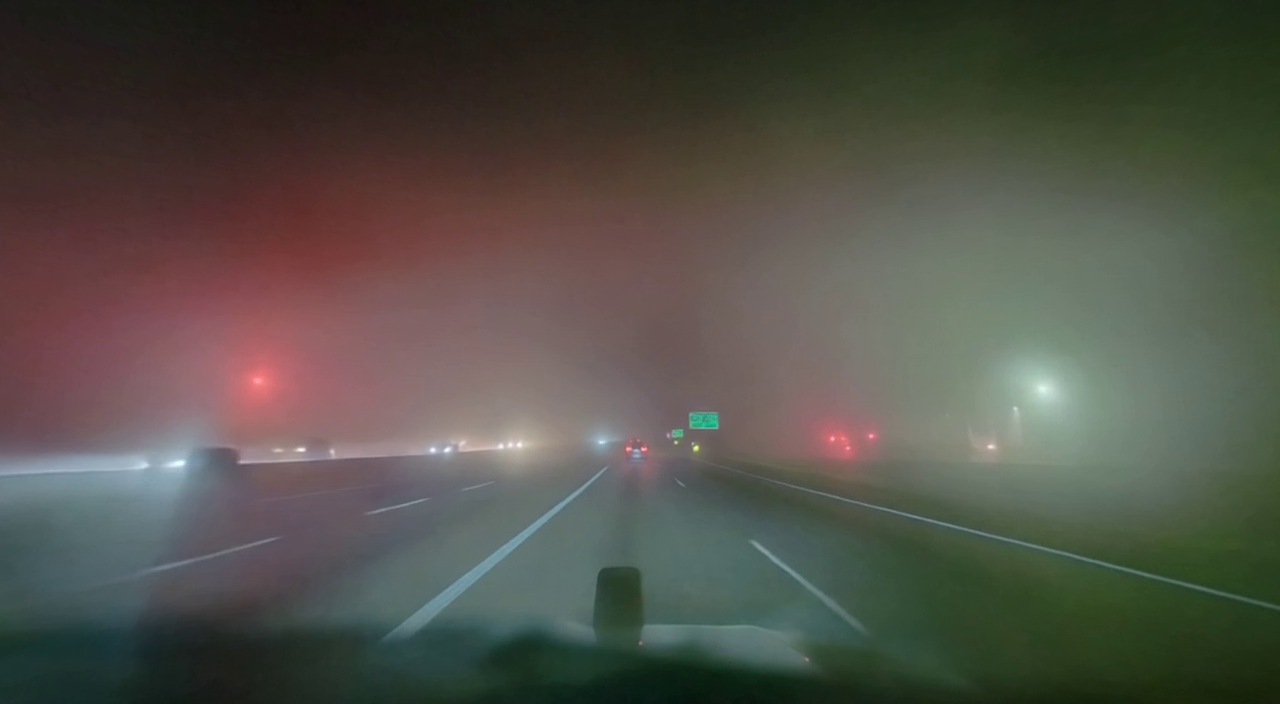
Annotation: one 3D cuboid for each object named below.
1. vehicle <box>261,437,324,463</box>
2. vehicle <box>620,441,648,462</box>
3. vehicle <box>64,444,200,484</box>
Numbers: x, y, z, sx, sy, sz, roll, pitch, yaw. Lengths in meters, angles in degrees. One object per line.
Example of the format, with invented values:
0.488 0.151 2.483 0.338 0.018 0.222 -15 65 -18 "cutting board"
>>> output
-25.534 7.216 46.584 2.017 1.804 4.556 0 -9 0 "vehicle"
-0.465 7.517 47.759 2.025 1.460 4.189 0 -9 -1 "vehicle"
-21.354 4.717 26.869 1.955 1.518 4.625 0 -9 -1 "vehicle"
